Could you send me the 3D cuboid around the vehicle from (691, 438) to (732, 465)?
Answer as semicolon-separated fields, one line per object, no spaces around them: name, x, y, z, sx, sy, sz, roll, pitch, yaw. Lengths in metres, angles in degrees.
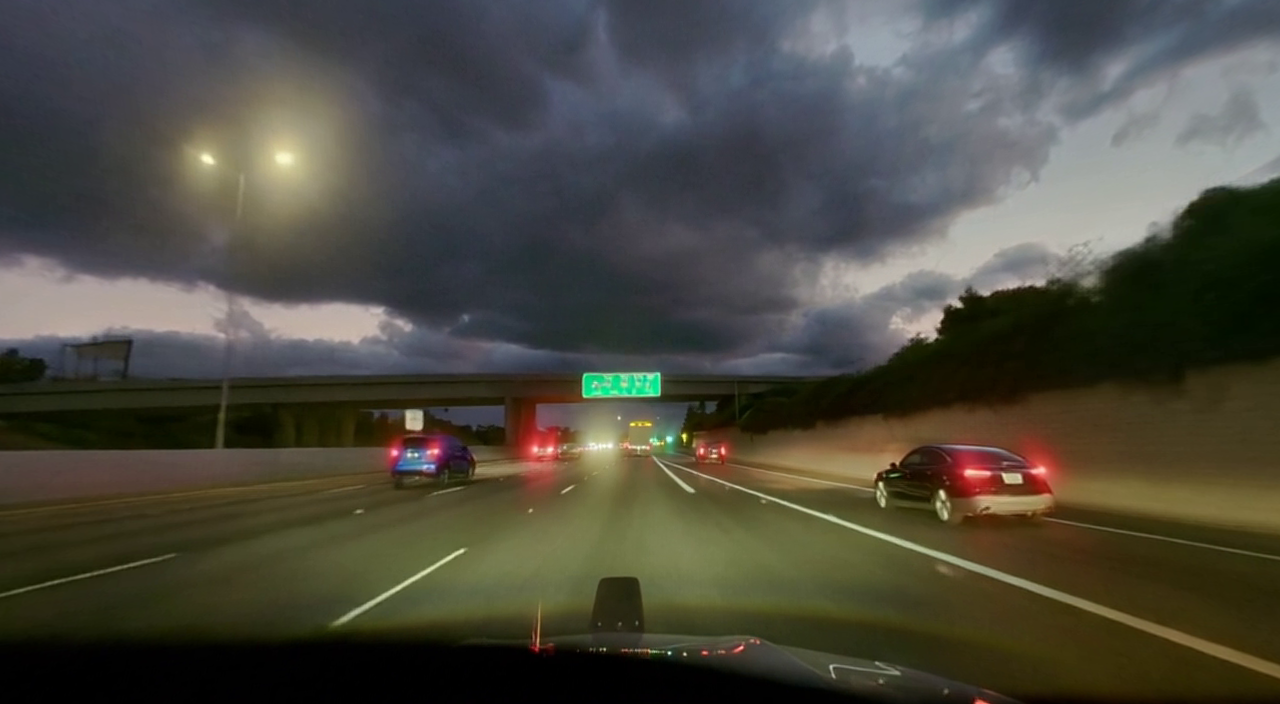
vehicle;5.222;7.363;46.710;2.220;1.898;4.752;0;-9;-3

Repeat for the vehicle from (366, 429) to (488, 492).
vehicle;-6.619;3.442;20.308;2.179;1.753;4.999;0;-9;0

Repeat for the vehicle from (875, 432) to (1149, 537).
vehicle;6.322;2.286;11.553;2.075;1.510;4.569;0;-9;-3
